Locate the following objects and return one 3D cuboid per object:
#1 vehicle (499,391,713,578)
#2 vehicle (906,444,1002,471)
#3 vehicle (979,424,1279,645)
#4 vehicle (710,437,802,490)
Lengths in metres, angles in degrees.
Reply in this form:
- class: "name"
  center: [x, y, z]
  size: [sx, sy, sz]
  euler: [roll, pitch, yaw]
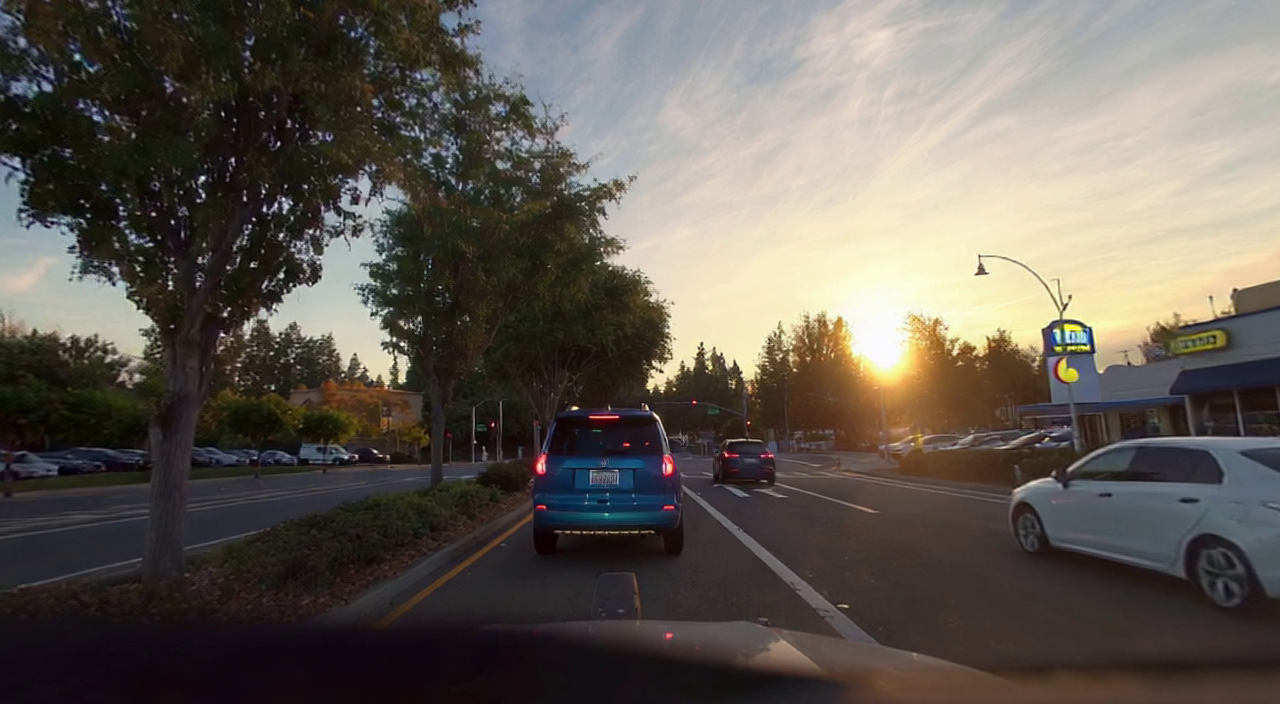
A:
- class: "vehicle"
  center: [-0.297, 1.650, 8.649]
  size: [2.096, 1.837, 4.687]
  euler: [0, -9, 1]
- class: "vehicle"
  center: [17.199, 5.770, 34.768]
  size: [4.290, 1.427, 1.751]
  euler: [0, -9, 2]
- class: "vehicle"
  center: [5.326, 1.462, 5.772]
  size: [1.930, 1.478, 4.643]
  euler: [0, -9, 1]
- class: "vehicle"
  center: [3.702, 3.681, 21.176]
  size: [2.098, 1.555, 4.778]
  euler: [0, -9, -1]
